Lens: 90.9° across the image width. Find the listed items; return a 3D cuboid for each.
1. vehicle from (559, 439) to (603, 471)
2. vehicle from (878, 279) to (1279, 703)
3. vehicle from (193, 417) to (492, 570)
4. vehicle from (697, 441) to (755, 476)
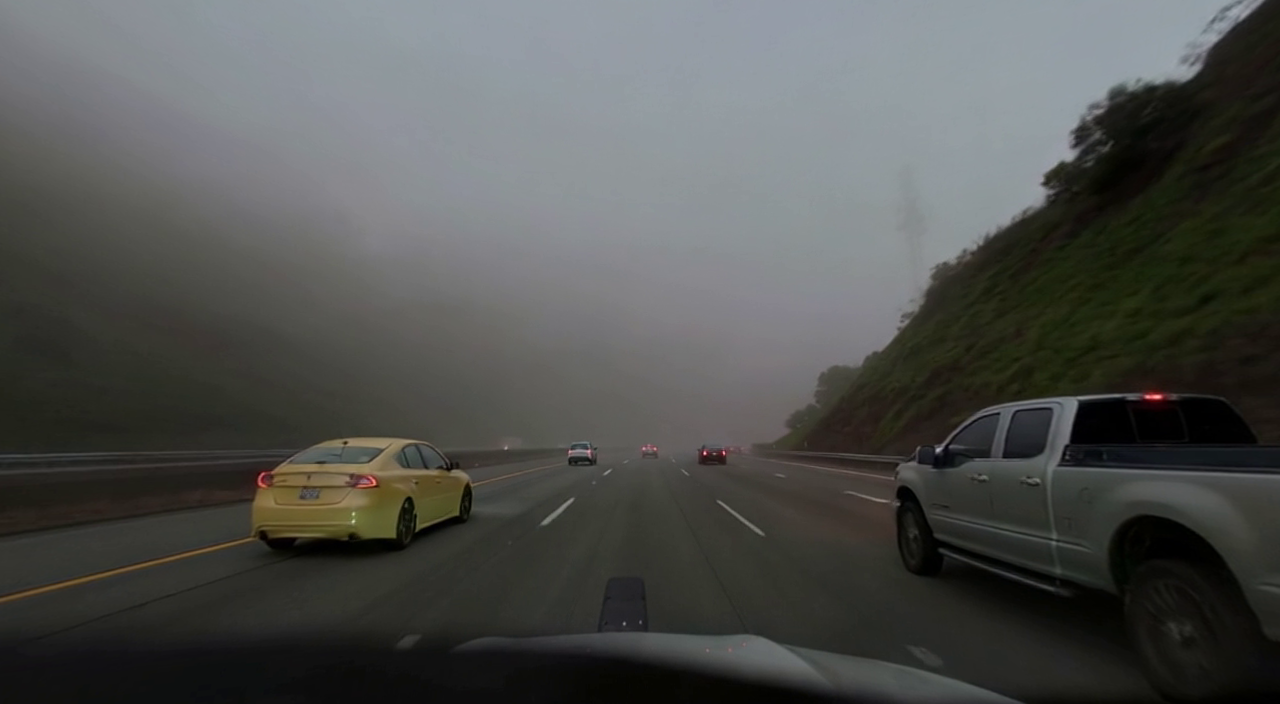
[{"bbox_3d":[-3.340,5.920,36.383,2.021,1.679,4.310,-1,-9,2],"label":"vehicle"},{"bbox_3d":[3.516,0.904,3.846,2.098,1.925,5.171,0,-9,0],"label":"vehicle"},{"bbox_3d":[-3.777,1.883,9.182,2.113,1.636,4.494,0,-9,1],"label":"vehicle"},{"bbox_3d":[3.884,4.905,29.197,2.046,1.471,4.333,0,-9,0],"label":"vehicle"}]
